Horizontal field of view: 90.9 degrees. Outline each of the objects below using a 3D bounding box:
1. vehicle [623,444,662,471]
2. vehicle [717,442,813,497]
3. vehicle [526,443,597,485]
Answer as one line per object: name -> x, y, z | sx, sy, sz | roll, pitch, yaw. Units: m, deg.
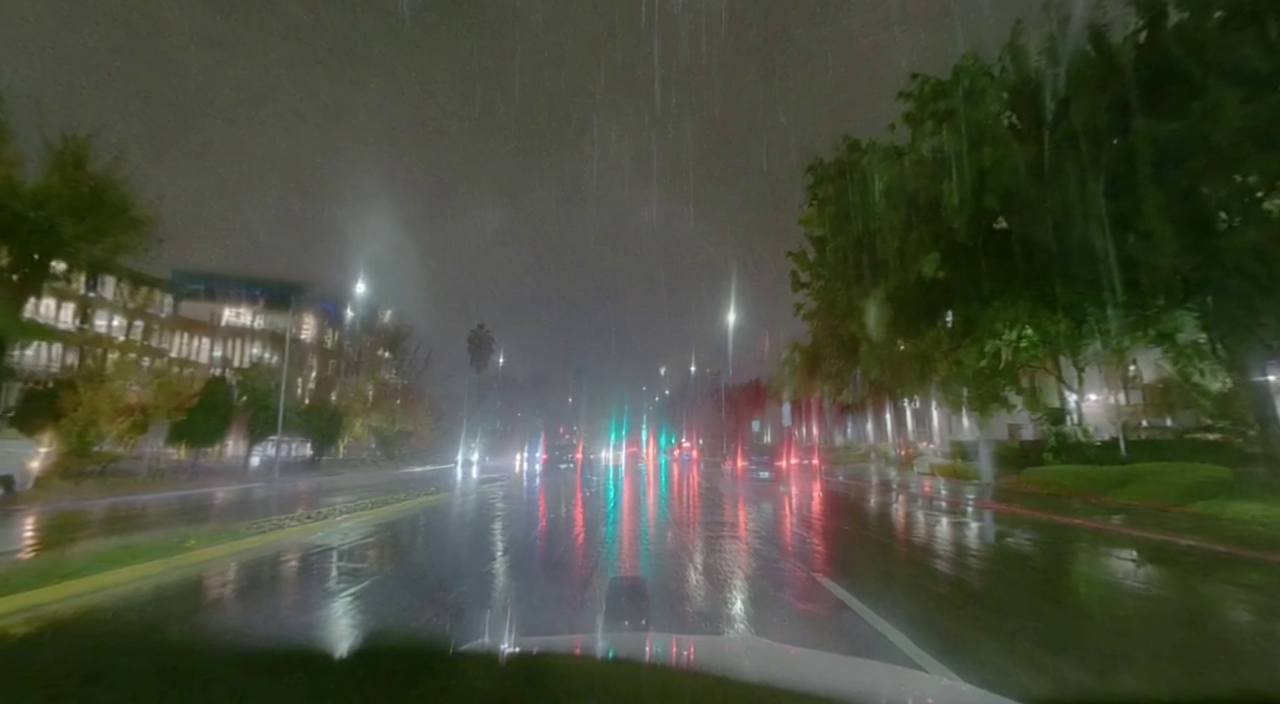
vehicle -> 0.124, 6.043, 36.342 | 2.101, 1.480, 3.929 | 0, -8, 0
vehicle -> 3.684, 3.537, 19.487 | 1.990, 1.486, 4.431 | 0, -8, -1
vehicle -> -2.938, 4.307, 24.573 | 2.082, 1.467, 4.379 | 0, -8, 1
